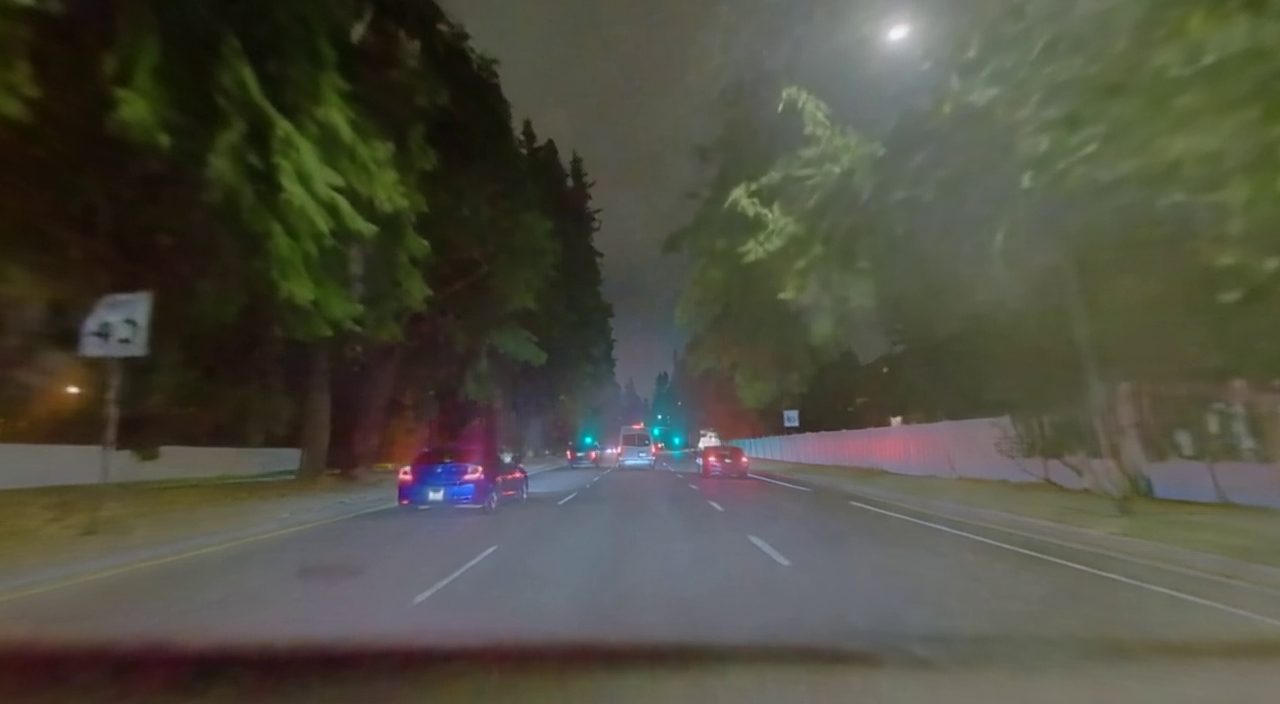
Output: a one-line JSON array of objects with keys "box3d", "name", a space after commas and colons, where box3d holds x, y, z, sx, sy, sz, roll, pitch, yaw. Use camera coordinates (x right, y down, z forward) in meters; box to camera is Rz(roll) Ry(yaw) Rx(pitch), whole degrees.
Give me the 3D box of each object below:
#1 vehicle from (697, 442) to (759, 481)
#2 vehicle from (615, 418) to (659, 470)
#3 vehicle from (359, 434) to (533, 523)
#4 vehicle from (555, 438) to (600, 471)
[{"box3d": [3.576, 4.514, 26.298, 1.945, 1.469, 4.258, 0, -8, 0], "name": "vehicle"}, {"box3d": [-0.153, 5.290, 36.010, 2.311, 2.726, 5.814, 0, -8, 0], "name": "vehicle"}, {"box3d": [-3.682, 2.486, 12.997, 2.036, 1.474, 4.647, 0, -8, 1], "name": "vehicle"}, {"box3d": [-3.468, 5.784, 35.590, 2.021, 1.715, 4.329, 0, -8, 1], "name": "vehicle"}]
